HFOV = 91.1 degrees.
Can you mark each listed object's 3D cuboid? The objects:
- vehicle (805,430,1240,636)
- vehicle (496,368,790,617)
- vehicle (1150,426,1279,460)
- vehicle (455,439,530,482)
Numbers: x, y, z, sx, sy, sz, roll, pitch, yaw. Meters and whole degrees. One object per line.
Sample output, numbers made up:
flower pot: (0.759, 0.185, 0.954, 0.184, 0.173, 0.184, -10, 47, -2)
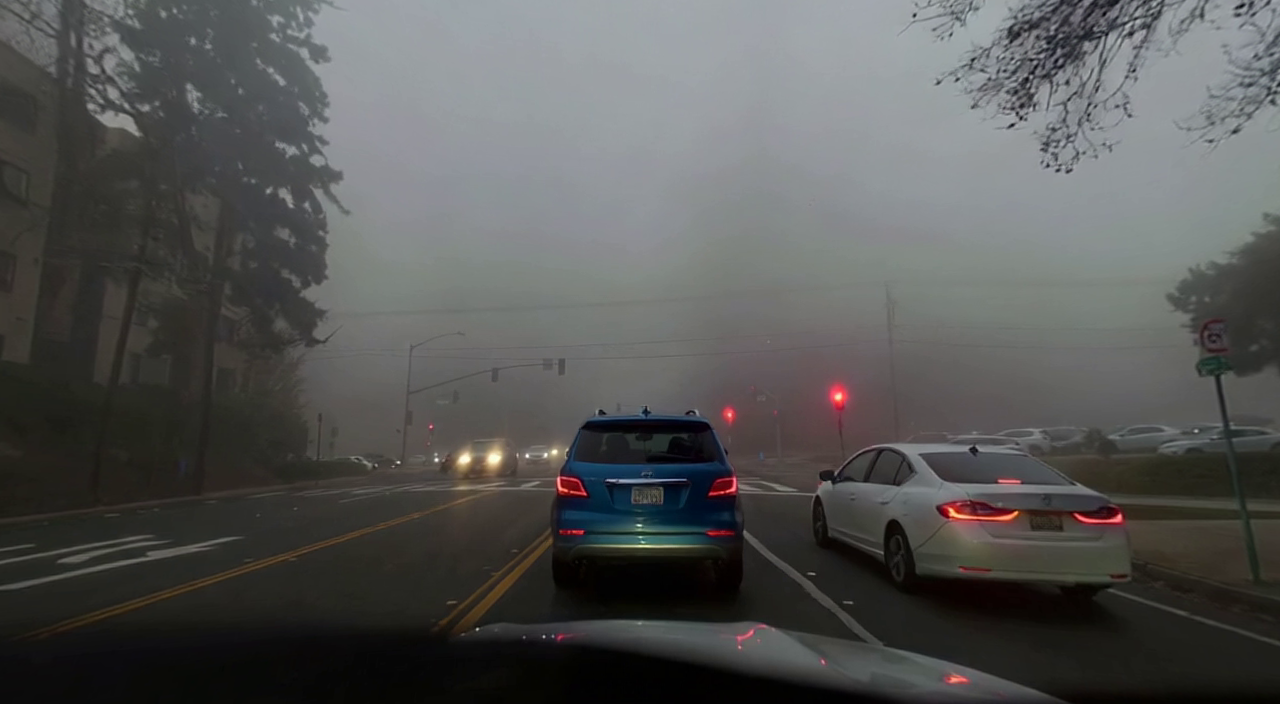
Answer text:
vehicle: (3.382, 1.649, 6.847, 1.900, 1.478, 4.425, 0, -8, -1)
vehicle: (-0.035, 1.403, 7.098, 2.296, 1.947, 4.168, 0, -8, -2)
vehicle: (25.954, 4.079, 28.184, 4.420, 1.469, 1.807, 0, -8, 1)
vehicle: (-6.450, 4.780, 28.034, 2.153, 1.728, 4.753, 0, -8, 0)
